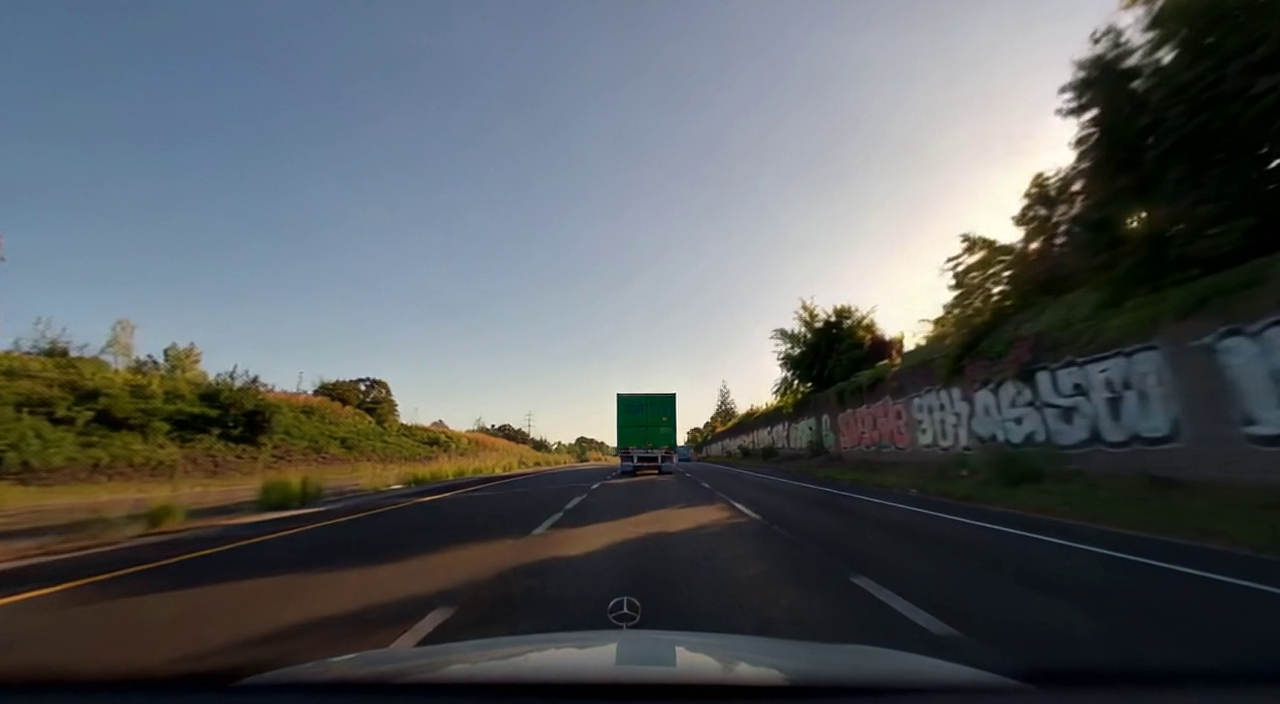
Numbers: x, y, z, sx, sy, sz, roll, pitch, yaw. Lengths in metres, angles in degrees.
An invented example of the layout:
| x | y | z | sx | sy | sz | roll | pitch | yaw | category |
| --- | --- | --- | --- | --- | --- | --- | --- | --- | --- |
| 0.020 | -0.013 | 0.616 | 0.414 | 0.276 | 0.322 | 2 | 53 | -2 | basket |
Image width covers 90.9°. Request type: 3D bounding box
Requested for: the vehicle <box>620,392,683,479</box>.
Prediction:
| x | y | z | sx | sy | sz | roll | pitch | yaw | category |
| --- | --- | --- | --- | --- | --- | --- | --- | --- | --- |
| 0.403 | 4.607 | 33.888 | 2.900 | 3.955 | 10.151 | 0 | -9 | -1 | vehicle |
